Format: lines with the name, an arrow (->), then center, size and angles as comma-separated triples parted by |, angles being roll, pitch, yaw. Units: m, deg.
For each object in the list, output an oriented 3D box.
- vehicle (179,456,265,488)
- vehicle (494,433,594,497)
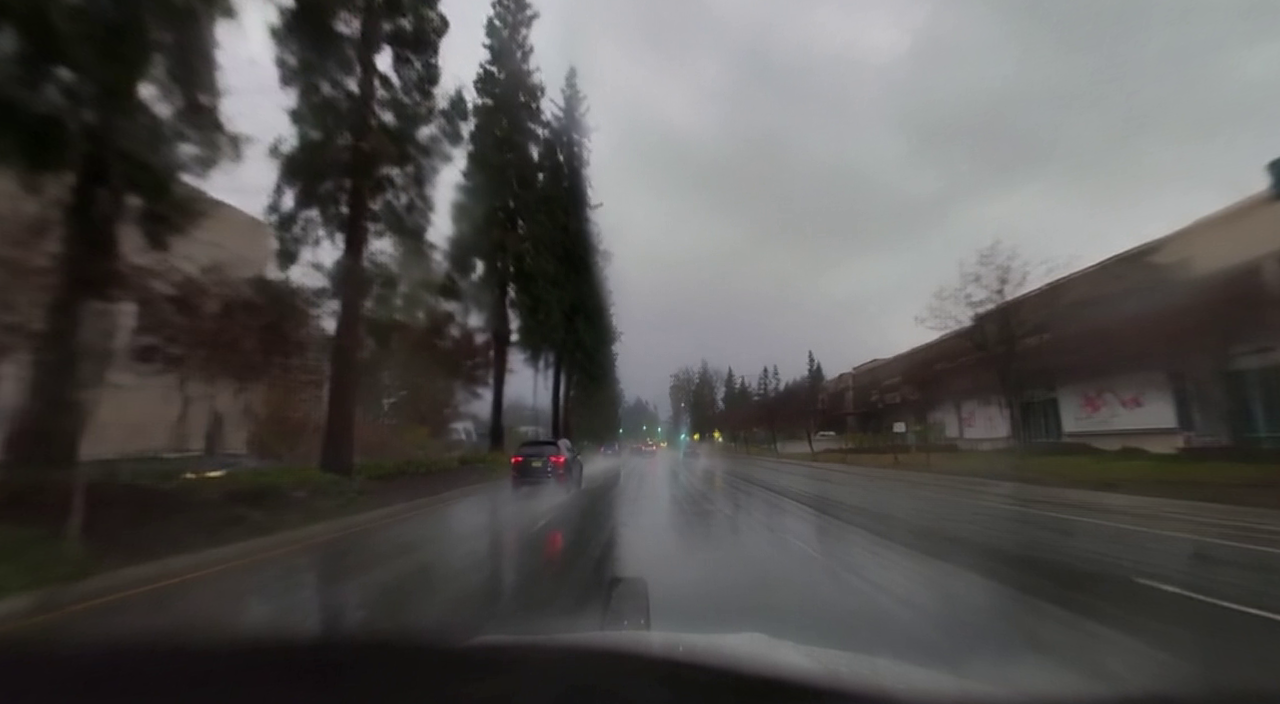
vehicle -> -24.144, 6.933, 36.641 | 1.830, 1.663, 4.537 | 0, -9, 0
vehicle -> -2.676, 3.303, 18.802 | 2.121, 1.656, 4.559 | 0, -9, 2
